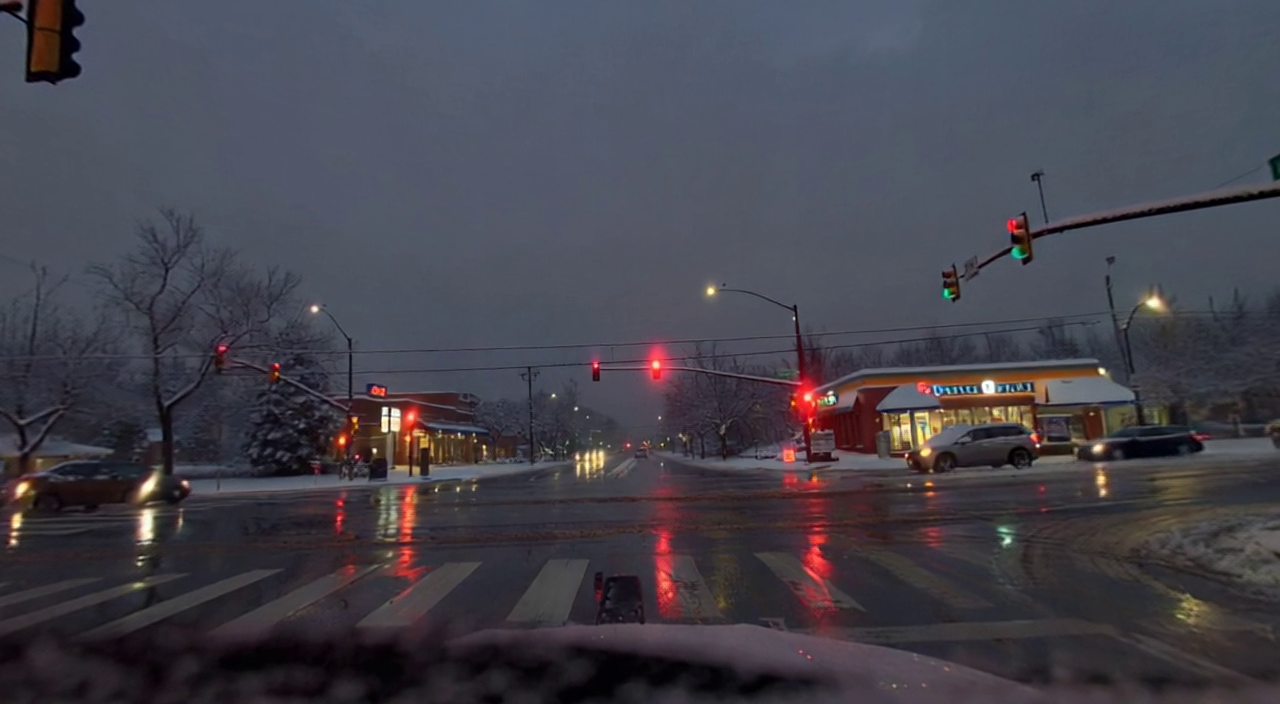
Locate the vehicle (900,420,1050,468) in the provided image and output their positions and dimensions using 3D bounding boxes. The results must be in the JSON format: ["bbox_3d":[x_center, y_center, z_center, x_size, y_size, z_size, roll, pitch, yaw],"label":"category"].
[{"bbox_3d":[13.013,3.652,24.948,4.916,1.730,1.986,-4,-9,21],"label":"vehicle"}]

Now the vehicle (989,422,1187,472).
[{"bbox_3d":[14.354,3.098,20.626,4.835,1.487,1.913,-4,-9,20],"label":"vehicle"}]

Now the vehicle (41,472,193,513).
[{"bbox_3d":[-21.163,5.678,25.653,4.676,1.463,1.909,-1,-8,6],"label":"vehicle"}]
